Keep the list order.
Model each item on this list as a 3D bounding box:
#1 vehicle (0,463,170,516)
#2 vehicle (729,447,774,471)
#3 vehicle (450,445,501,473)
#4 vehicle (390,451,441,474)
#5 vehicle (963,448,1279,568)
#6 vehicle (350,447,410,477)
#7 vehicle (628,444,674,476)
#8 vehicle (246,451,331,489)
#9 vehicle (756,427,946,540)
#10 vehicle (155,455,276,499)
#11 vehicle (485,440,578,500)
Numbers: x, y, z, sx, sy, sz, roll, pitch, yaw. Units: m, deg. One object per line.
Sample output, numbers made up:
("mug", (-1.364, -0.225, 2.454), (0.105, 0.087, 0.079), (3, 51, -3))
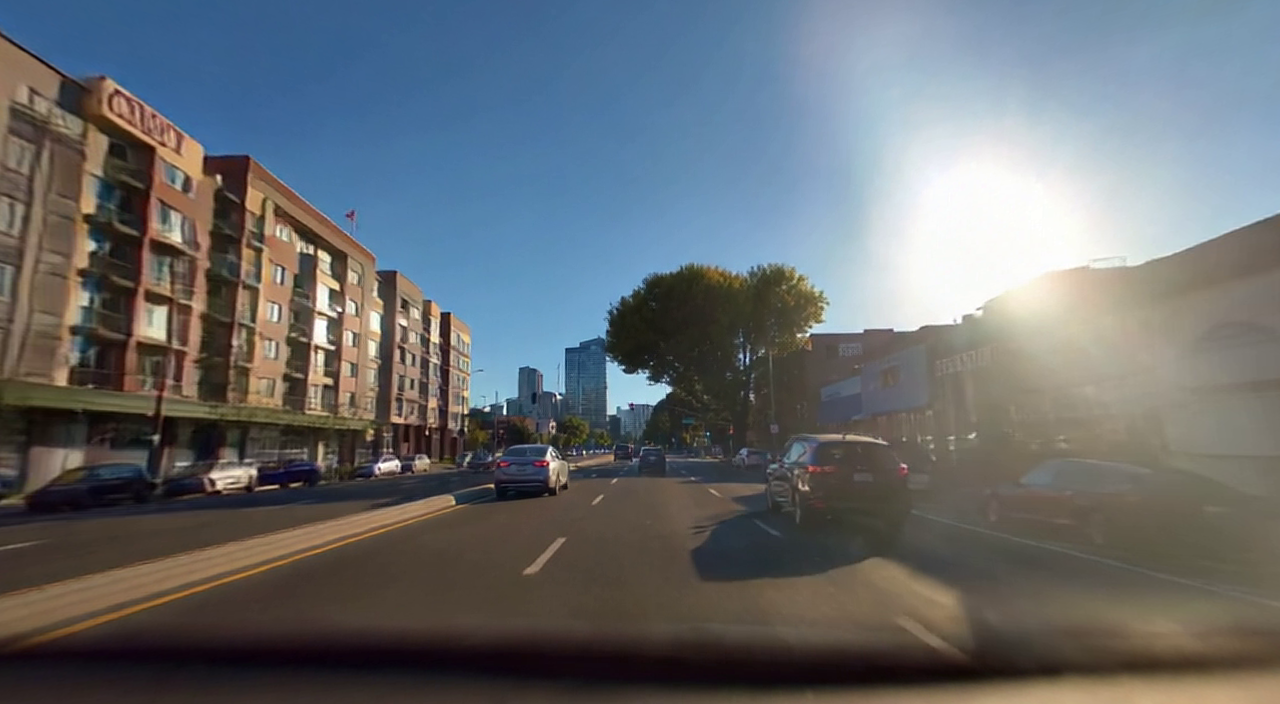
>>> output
("vehicle", (-16.992, 4.135, 19.394), (1.668, 1.298, 4.337), (0, -9, 1))
("vehicle", (7.278, 7.025, 41.537), (1.920, 1.473, 4.898), (0, -9, -2))
("vehicle", (-10.397, 6.769, 40.131), (1.951, 1.658, 4.473), (-1, -9, 2))
("vehicle", (-16.277, 8.049, 45.997), (1.919, 1.469, 4.719), (-2, -8, 1))
("vehicle", (7.161, 2.265, 10.019), (1.769, 1.427, 4.487), (0, -9, 2))
("vehicle", (-16.673, 7.068, 40.638), (2.001, 1.760, 4.329), (-2, -9, 0))
("vehicle", (0.519, 5.329, 31.316), (2.103, 1.468, 4.094), (0, -9, 0))
("vehicle", (-16.871, 5.643, 30.484), (1.825, 1.560, 4.109), (-2, -8, -1))
("vehicle", (3.463, 2.226, 11.263), (1.987, 1.637, 3.896), (0, -9, 0))
("vehicle", (-16.930, 4.966, 25.424), (1.854, 1.466, 4.377), (-2, -8, 0))
("vehicle", (-2.970, 3.313, 18.115), (1.860, 1.510, 4.073), (0, -9, 1))
